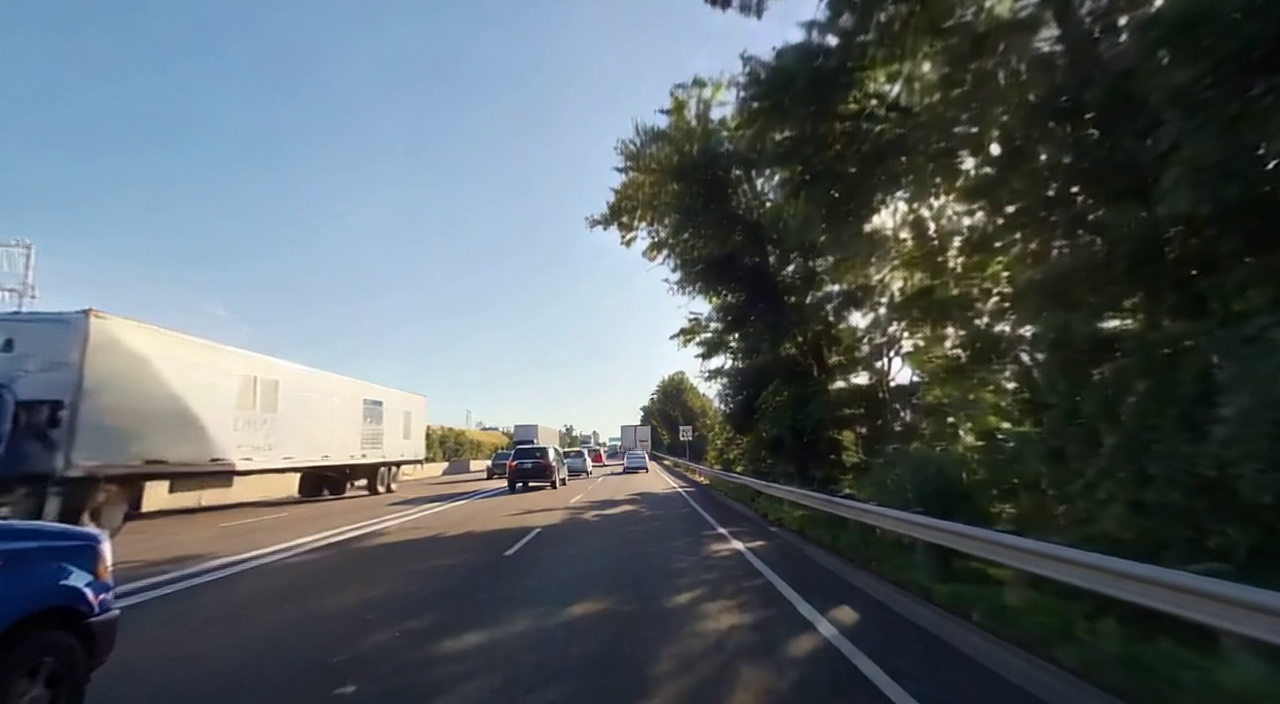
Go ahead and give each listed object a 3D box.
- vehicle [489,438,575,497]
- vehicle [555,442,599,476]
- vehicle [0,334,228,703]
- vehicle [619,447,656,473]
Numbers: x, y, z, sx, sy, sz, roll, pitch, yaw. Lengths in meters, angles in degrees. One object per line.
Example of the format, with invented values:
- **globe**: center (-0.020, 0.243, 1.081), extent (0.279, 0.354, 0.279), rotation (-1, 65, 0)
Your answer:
- **vehicle**: center (-3.212, 3.517, 19.635), extent (1.937, 1.600, 4.141), rotation (0, -9, 0)
- **vehicle**: center (-3.291, 5.652, 33.570), extent (1.994, 1.663, 4.047), rotation (0, -9, -1)
- **vehicle**: center (-3.154, 0.617, 0.840), extent (2.117, 1.688, 4.582), rotation (0, -9, 0)
- **vehicle**: center (-0.171, 6.326, 37.171), extent (2.095, 1.393, 3.908), rotation (0, -9, -1)
